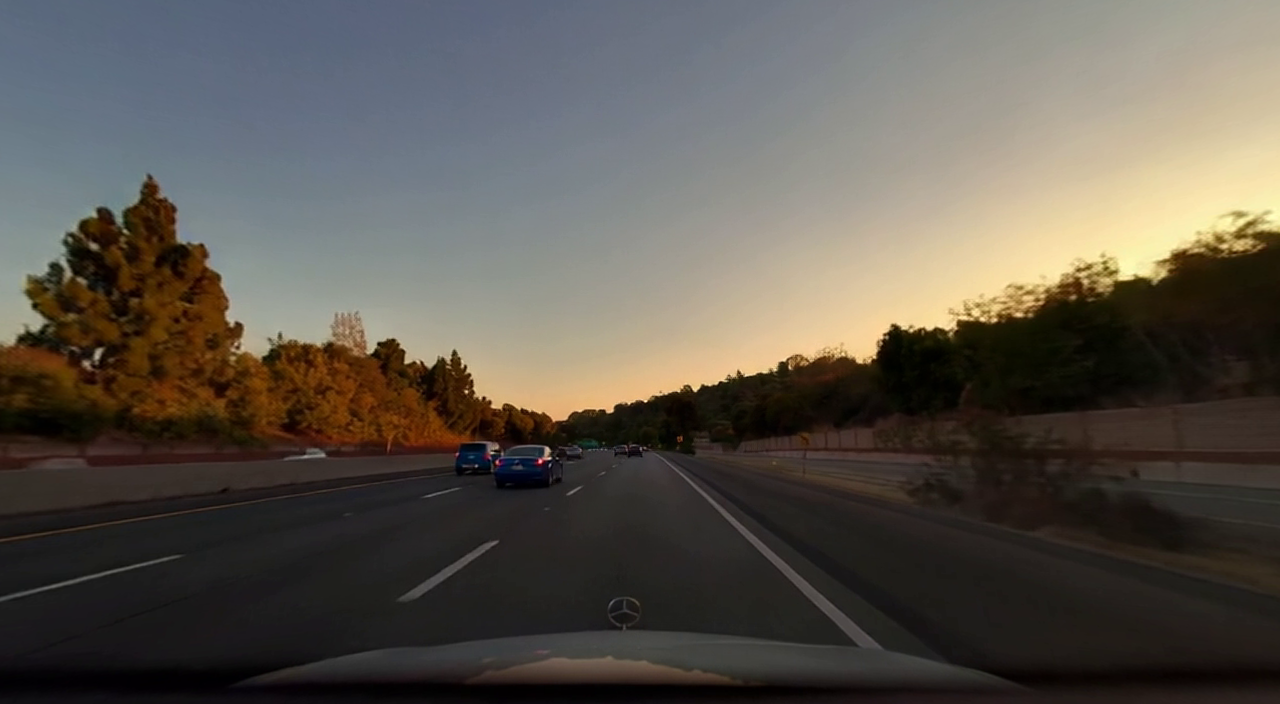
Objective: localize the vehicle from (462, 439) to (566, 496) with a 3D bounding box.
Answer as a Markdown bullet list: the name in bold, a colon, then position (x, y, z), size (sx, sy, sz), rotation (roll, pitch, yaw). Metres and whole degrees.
- **vehicle**: position (-3.653, 3.444, 19.296), size (2.081, 1.514, 4.943), rotation (0, -8, 1)
